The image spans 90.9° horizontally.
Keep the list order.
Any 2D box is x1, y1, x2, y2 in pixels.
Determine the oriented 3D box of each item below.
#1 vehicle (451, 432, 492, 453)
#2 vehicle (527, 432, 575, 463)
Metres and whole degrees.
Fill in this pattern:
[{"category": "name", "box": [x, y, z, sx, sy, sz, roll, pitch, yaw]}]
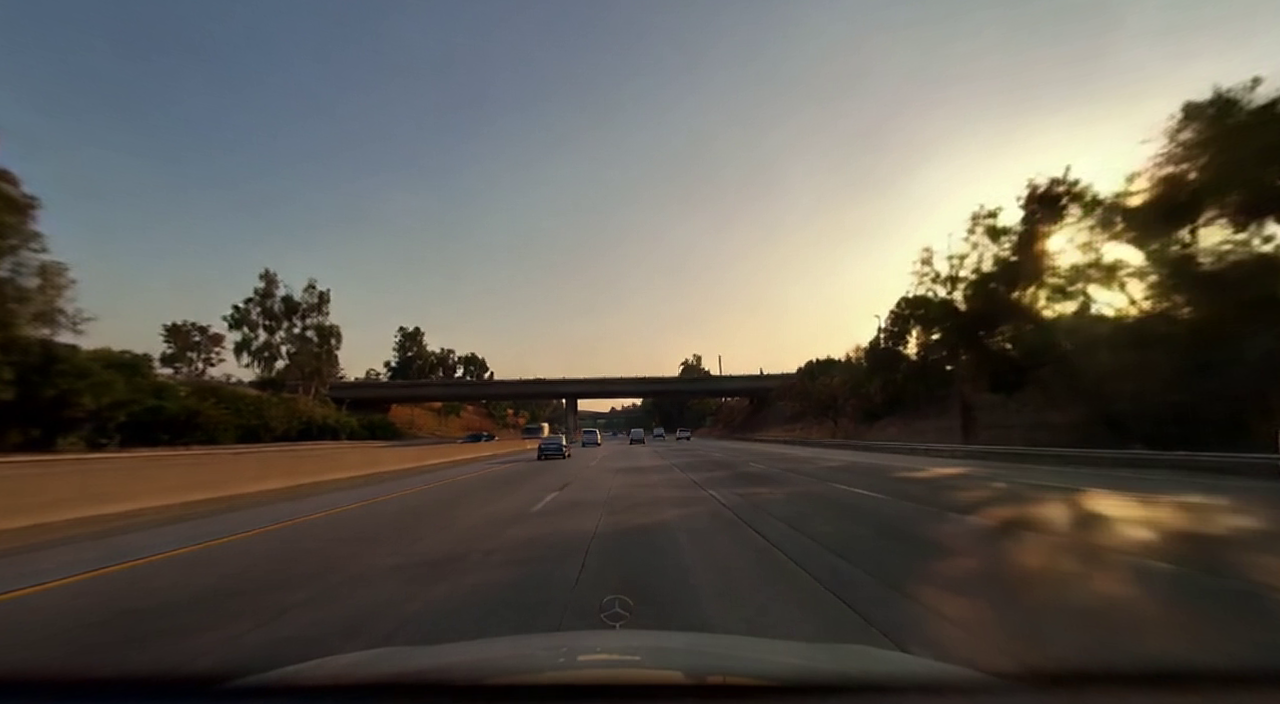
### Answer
[{"category": "vehicle", "box": [-13.292, 7.138, 49.979, 1.994, 1.594, 4.817, 0, -8, 0]}, {"category": "vehicle", "box": [-4.476, 4.856, 32.237, 1.933, 1.473, 4.023, 0, -8, -1]}]
